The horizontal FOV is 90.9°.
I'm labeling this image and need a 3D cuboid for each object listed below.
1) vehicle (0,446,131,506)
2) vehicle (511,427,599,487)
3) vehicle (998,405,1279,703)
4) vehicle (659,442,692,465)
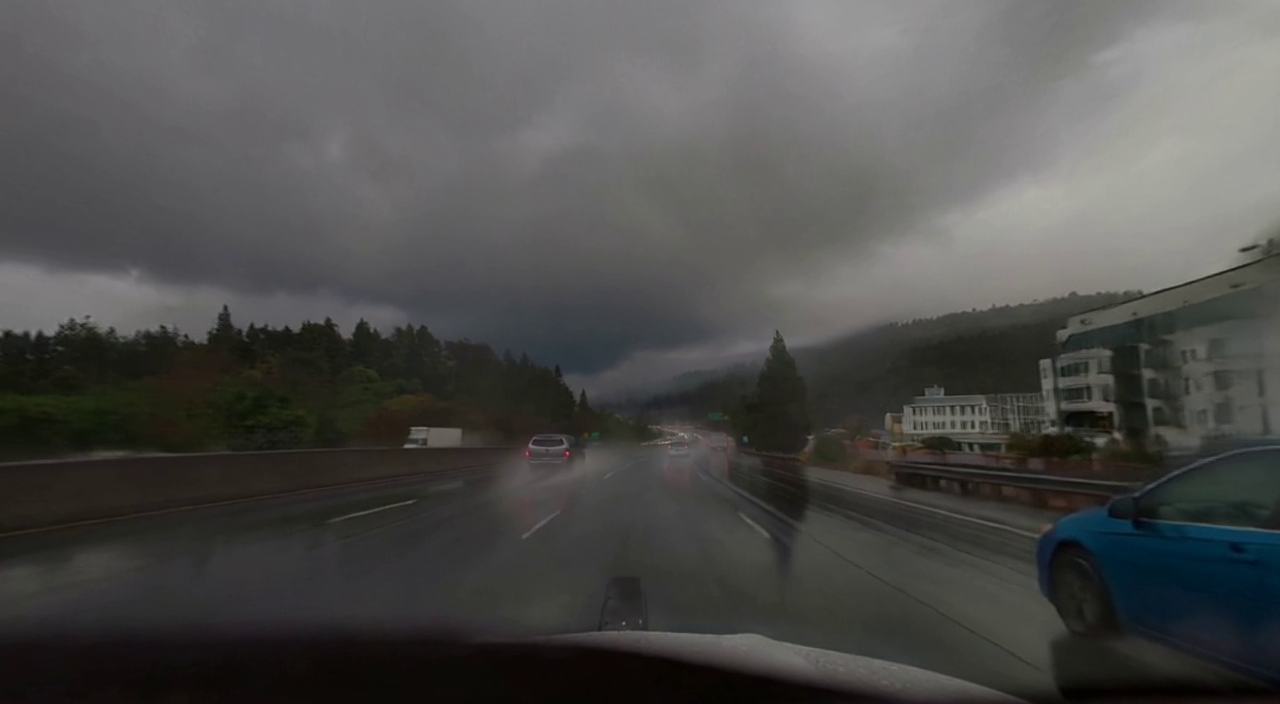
[{"bbox_3d":[-16.691,3.345,17.433,1.843,1.446,3.893,-1,-8,2],"label":"vehicle"},{"bbox_3d":[-2.808,3.616,22.081,2.185,1.823,4.854,-1,-8,3],"label":"vehicle"},{"bbox_3d":[4.080,0.998,2.980,2.131,1.497,4.456,0,-8,0],"label":"vehicle"},{"bbox_3d":[2.510,7.053,44.006,2.158,1.458,3.656,-1,-8,4],"label":"vehicle"}]
